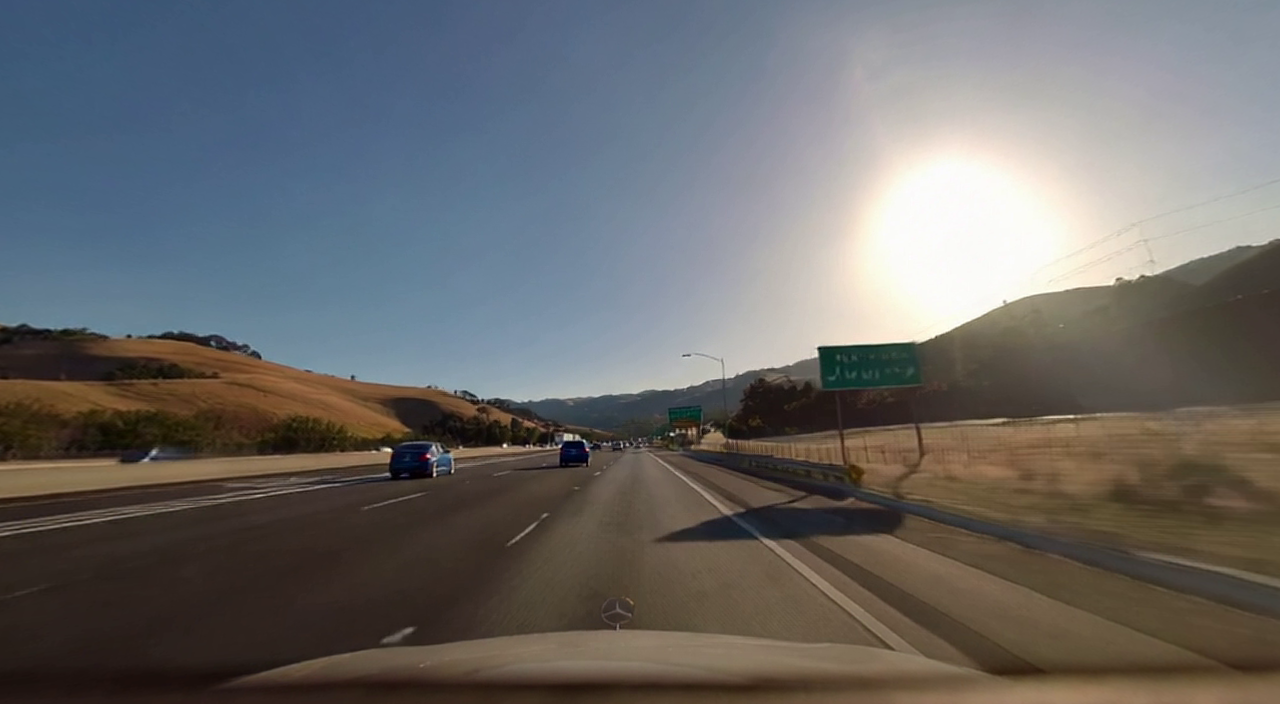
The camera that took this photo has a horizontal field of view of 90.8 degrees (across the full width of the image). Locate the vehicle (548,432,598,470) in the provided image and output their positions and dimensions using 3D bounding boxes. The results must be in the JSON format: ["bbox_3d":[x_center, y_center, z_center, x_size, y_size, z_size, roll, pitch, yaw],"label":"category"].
[{"bbox_3d":[-3.283,4.975,31.839,2.029,1.753,4.718,0,-8,0],"label":"vehicle"}]

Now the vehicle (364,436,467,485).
[{"bbox_3d":[-7.607,3.698,21.960,1.930,1.508,4.567,0,-8,0],"label":"vehicle"}]
